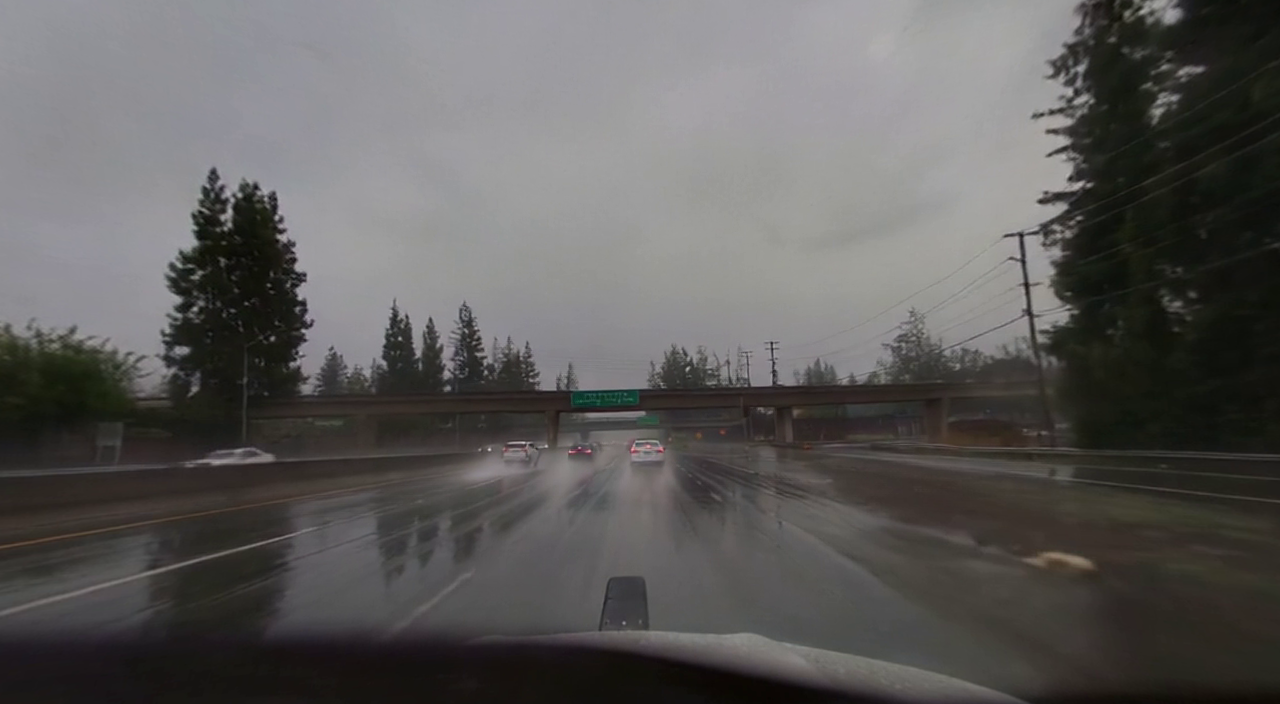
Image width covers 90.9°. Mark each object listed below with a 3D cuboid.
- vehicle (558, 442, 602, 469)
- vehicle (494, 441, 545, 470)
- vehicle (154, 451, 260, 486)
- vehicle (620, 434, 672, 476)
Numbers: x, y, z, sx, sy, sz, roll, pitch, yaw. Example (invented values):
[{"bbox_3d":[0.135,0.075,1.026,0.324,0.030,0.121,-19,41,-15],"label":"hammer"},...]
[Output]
[{"bbox_3d":[-3.428,6.019,36.879,2.056,1.464,4.564,0,-8,1],"label":"vehicle"},{"bbox_3d":[-7.286,6.286,38.637,2.139,1.653,4.614,0,-8,2],"label":"vehicle"},{"bbox_3d":[-20.936,5.635,30.772,1.886,1.513,4.625,0,-8,0],"label":"vehicle"},{"bbox_3d":[0.255,4.562,28.214,2.152,1.697,4.066,0,-8,0],"label":"vehicle"}]
